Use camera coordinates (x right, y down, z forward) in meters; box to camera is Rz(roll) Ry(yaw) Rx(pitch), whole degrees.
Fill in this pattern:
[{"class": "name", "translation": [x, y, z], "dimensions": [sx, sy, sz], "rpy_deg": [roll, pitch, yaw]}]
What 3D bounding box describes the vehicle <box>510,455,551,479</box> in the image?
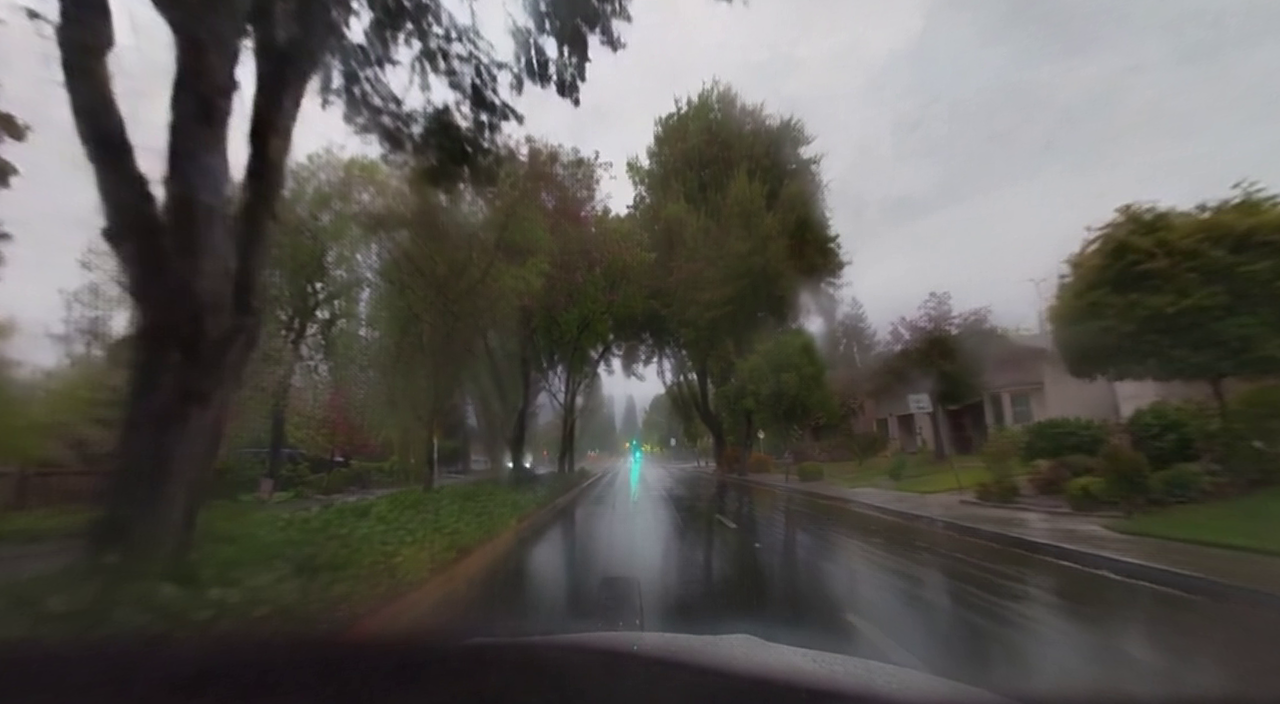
[{"class": "vehicle", "translation": [-7.408, 7.835, 43.247], "dimensions": [2.006, 1.501, 4.789], "rpy_deg": [0, -9, 0]}]
